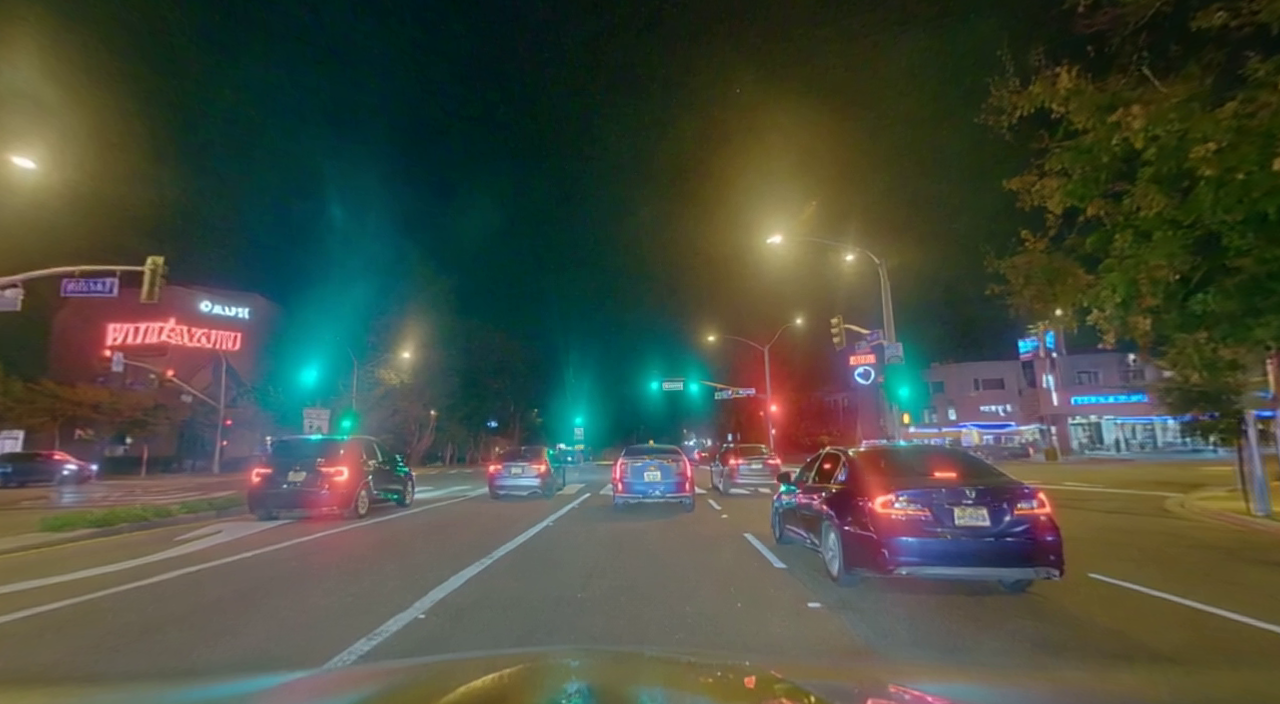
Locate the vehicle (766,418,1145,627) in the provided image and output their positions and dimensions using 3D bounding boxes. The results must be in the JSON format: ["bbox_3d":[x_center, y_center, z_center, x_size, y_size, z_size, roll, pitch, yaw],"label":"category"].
[{"bbox_3d":[2.733,1.562,6.760,1.946,1.513,4.133,0,-8,1],"label":"vehicle"}]

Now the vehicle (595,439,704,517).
[{"bbox_3d":[0.217,2.719,14.140,2.070,1.460,4.118,0,-8,1],"label":"vehicle"}]

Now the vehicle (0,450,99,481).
[{"bbox_3d":[-30.255,5.685,31.670,4.315,1.485,1.822,0,-8,-2],"label":"vehicle"}]

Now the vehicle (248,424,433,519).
[{"bbox_3d":[-6.561,2.654,14.519,2.058,1.804,4.391,0,-8,0],"label":"vehicle"}]

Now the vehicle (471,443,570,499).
[{"bbox_3d":[-3.422,3.484,18.919,2.040,1.471,4.211,-1,-8,2],"label":"vehicle"}]

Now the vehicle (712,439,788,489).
[{"bbox_3d":[3.709,3.863,22.058,1.931,1.552,4.125,0,-8,0],"label":"vehicle"}]
